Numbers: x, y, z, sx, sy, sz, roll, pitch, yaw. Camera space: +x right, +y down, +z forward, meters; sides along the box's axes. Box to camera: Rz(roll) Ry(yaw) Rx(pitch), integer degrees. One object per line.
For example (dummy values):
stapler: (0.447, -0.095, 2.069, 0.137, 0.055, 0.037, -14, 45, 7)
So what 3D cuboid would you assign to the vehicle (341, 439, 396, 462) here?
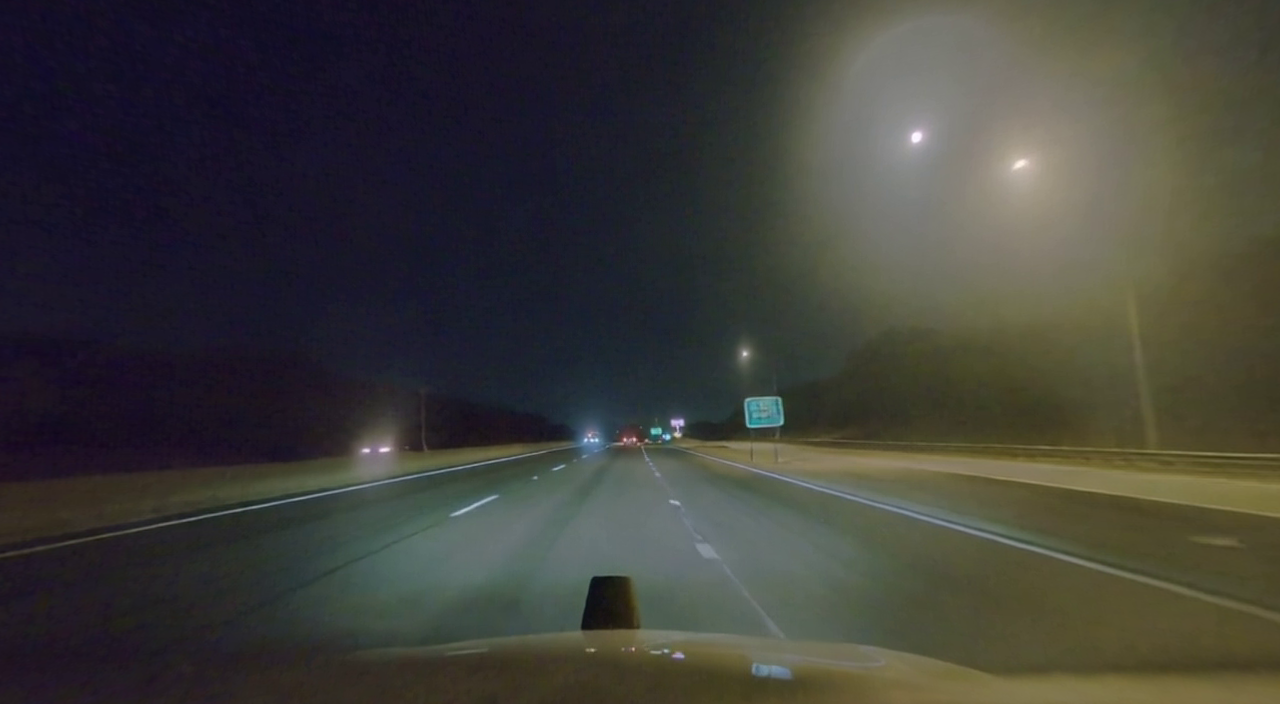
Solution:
vehicle: (-18.378, 6.653, 42.816, 1.897, 1.470, 4.083, 0, -8, 0)
